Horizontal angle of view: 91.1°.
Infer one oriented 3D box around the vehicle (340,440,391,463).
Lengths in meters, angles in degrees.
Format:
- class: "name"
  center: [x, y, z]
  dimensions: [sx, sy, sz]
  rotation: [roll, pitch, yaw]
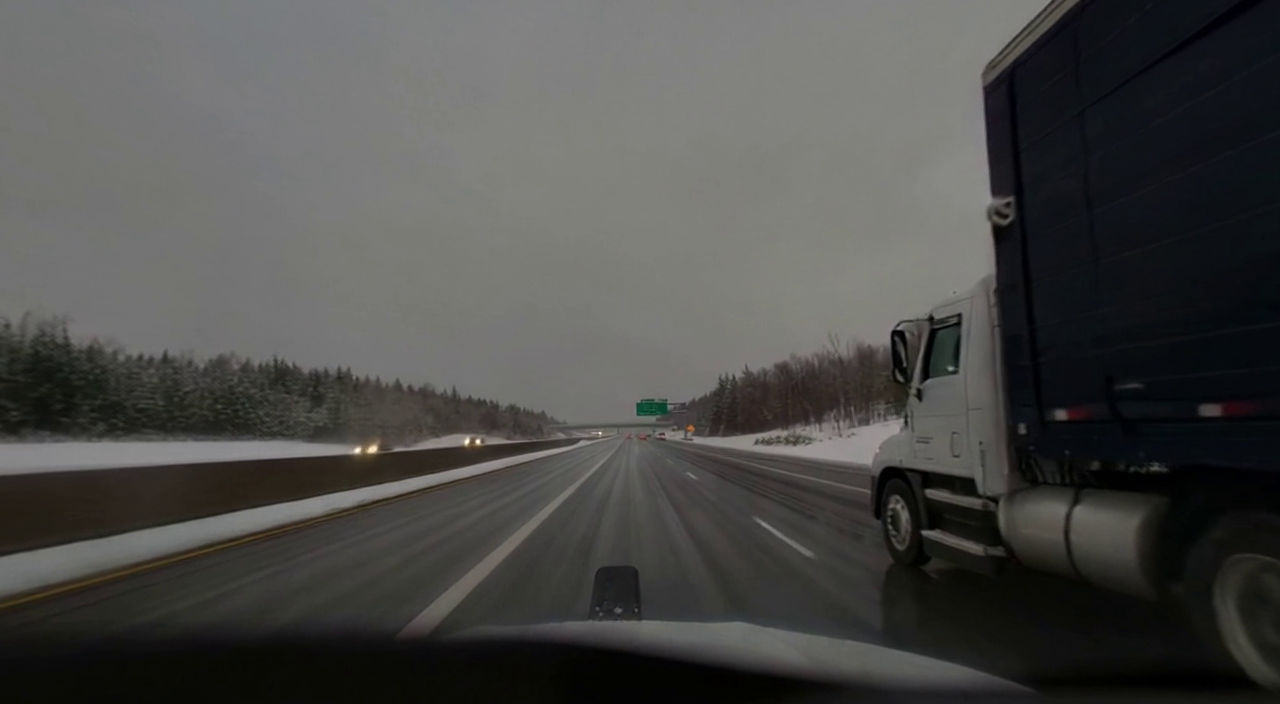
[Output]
- class: "vehicle"
  center: [-19.264, 6.958, 44.309]
  dimensions: [1.821, 1.538, 3.824]
  rotation: [0, -8, 0]
